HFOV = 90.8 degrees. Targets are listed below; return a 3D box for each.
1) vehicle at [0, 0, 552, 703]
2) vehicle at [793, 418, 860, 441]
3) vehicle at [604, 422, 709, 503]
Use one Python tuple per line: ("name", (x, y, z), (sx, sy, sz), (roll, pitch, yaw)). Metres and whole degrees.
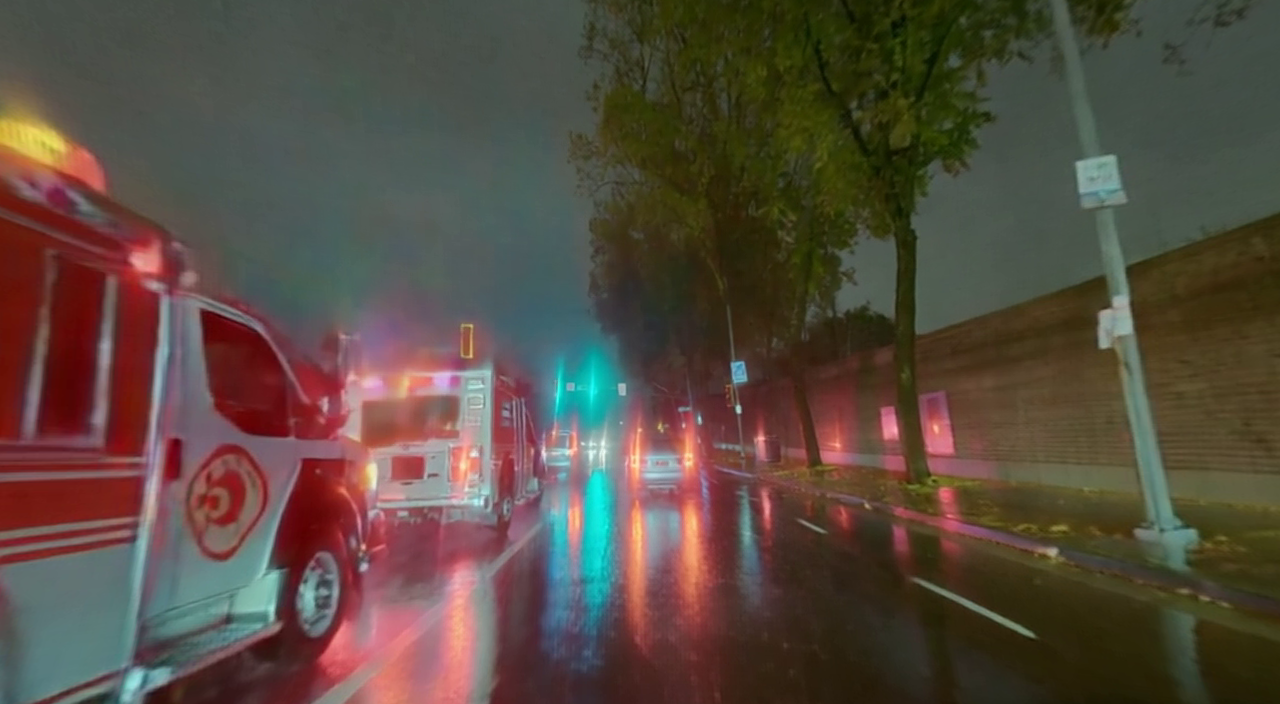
("vehicle", (-3.570, 0.580, 6.760), (3.631, 3.655, 12.773), (0, -8, -1))
("vehicle", (14.427, 6.000, 48.920), (4.528, 1.704, 2.073), (2, -9, -14))
("vehicle", (0.252, 2.880, 16.914), (2.332, 1.831, 4.930), (0, -8, -4))
